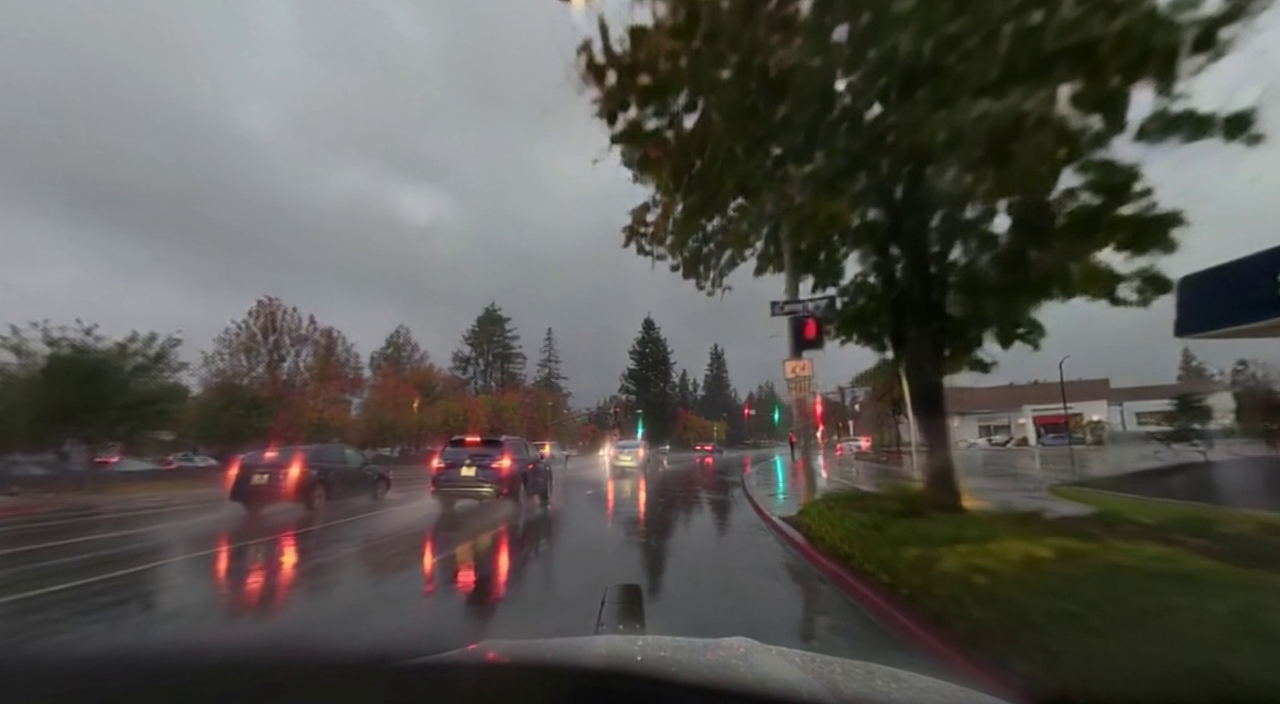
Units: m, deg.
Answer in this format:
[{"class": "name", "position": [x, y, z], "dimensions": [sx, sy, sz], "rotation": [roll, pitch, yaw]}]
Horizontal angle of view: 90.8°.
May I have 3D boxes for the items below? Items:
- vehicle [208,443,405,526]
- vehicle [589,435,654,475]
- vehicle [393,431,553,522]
[{"class": "vehicle", "position": [-7.163, 2.838, 14.140], "dimensions": [1.974, 1.558, 3.949], "rotation": [-1, -9, 6]}, {"class": "vehicle", "position": [-0.799, 5.062, 31.297], "dimensions": [2.167, 1.832, 4.679], "rotation": [-2, -9, 12]}, {"class": "vehicle", "position": [-3.406, 2.617, 13.869], "dimensions": [2.002, 1.664, 4.113], "rotation": [-1, -9, 6]}]
